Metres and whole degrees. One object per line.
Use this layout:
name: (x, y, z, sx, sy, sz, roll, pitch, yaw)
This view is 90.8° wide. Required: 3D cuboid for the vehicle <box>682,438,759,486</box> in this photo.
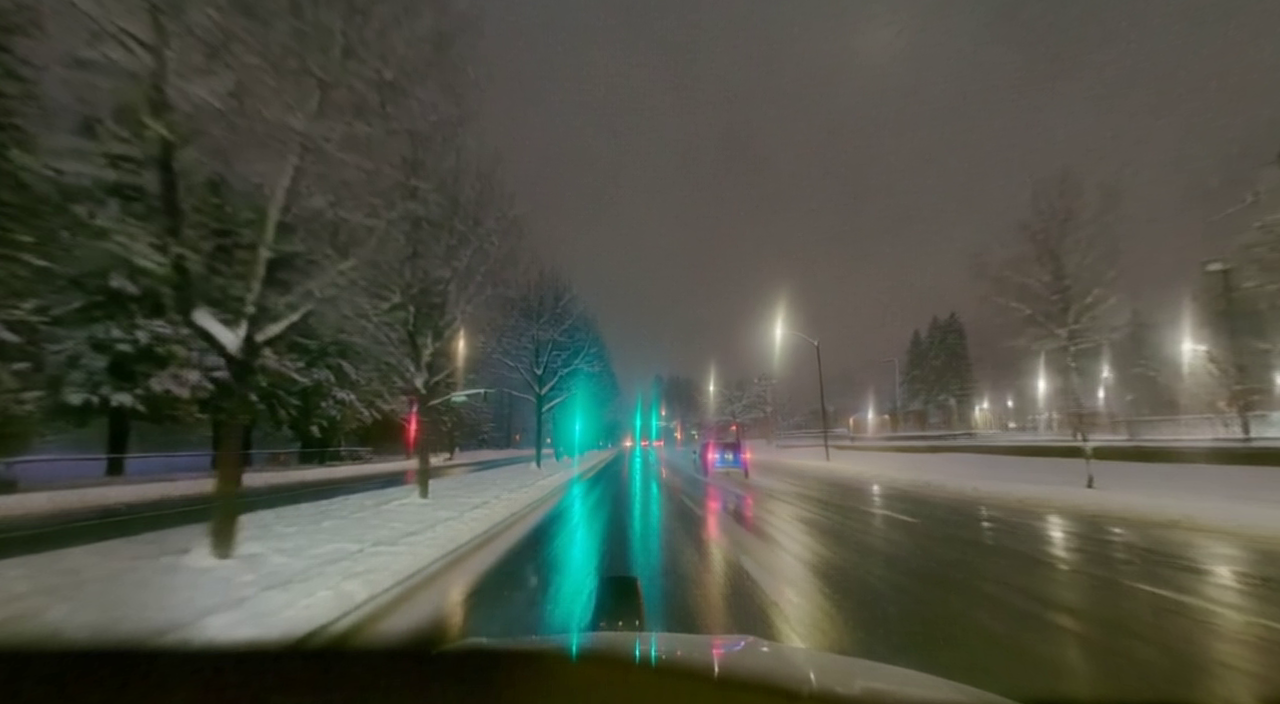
vehicle: (2.663, 3.760, 21.922, 2.056, 1.483, 4.091, 0, -8, -1)
